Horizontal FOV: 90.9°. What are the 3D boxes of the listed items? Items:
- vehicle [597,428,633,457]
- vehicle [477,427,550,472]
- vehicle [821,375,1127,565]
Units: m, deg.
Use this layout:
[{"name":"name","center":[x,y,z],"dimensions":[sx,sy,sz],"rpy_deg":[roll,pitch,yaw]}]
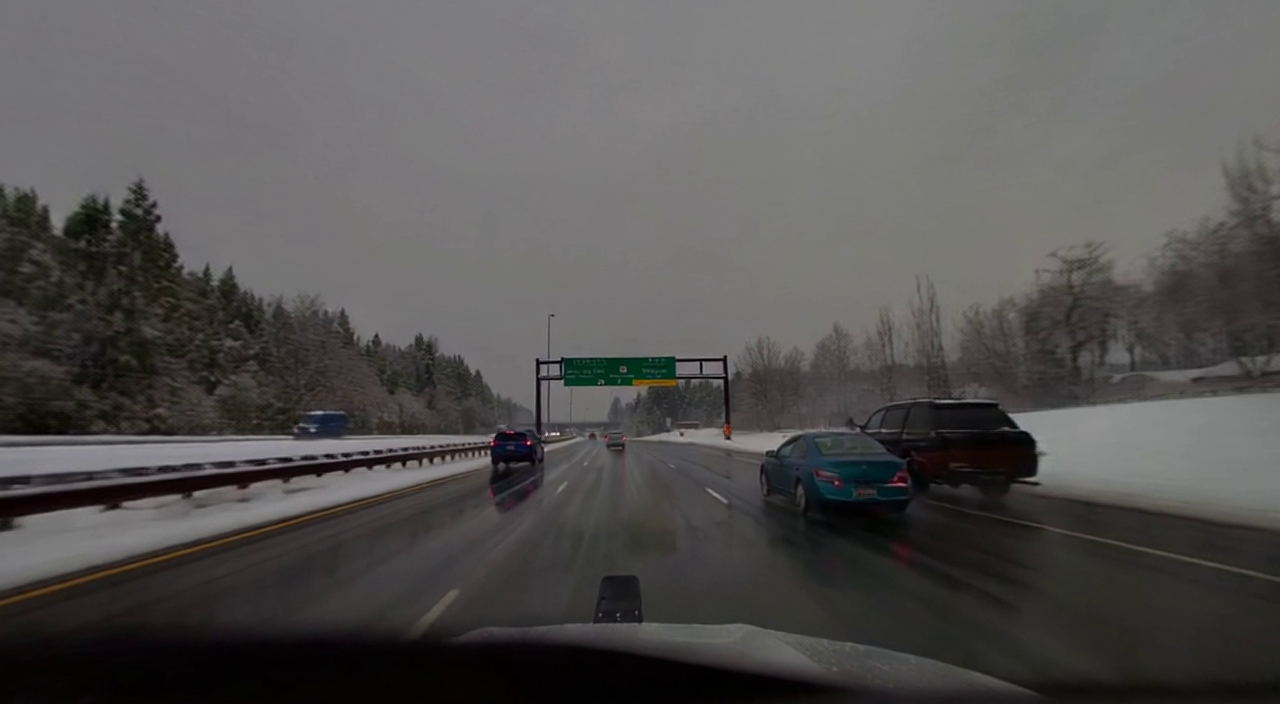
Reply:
[{"name":"vehicle","center":[-1.591,5.723,40.023],"dimensions":[2.159,1.690,3.720],"rpy_deg":[0,-7,-3]},{"name":"vehicle","center":[-4.818,3.754,24.578],"dimensions":[2.100,1.590,4.077],"rpy_deg":[0,-7,-1]},{"name":"vehicle","center":[3.887,1.401,8.103],"dimensions":[1.976,1.905,3.263],"rpy_deg":[0,-7,-3]}]
